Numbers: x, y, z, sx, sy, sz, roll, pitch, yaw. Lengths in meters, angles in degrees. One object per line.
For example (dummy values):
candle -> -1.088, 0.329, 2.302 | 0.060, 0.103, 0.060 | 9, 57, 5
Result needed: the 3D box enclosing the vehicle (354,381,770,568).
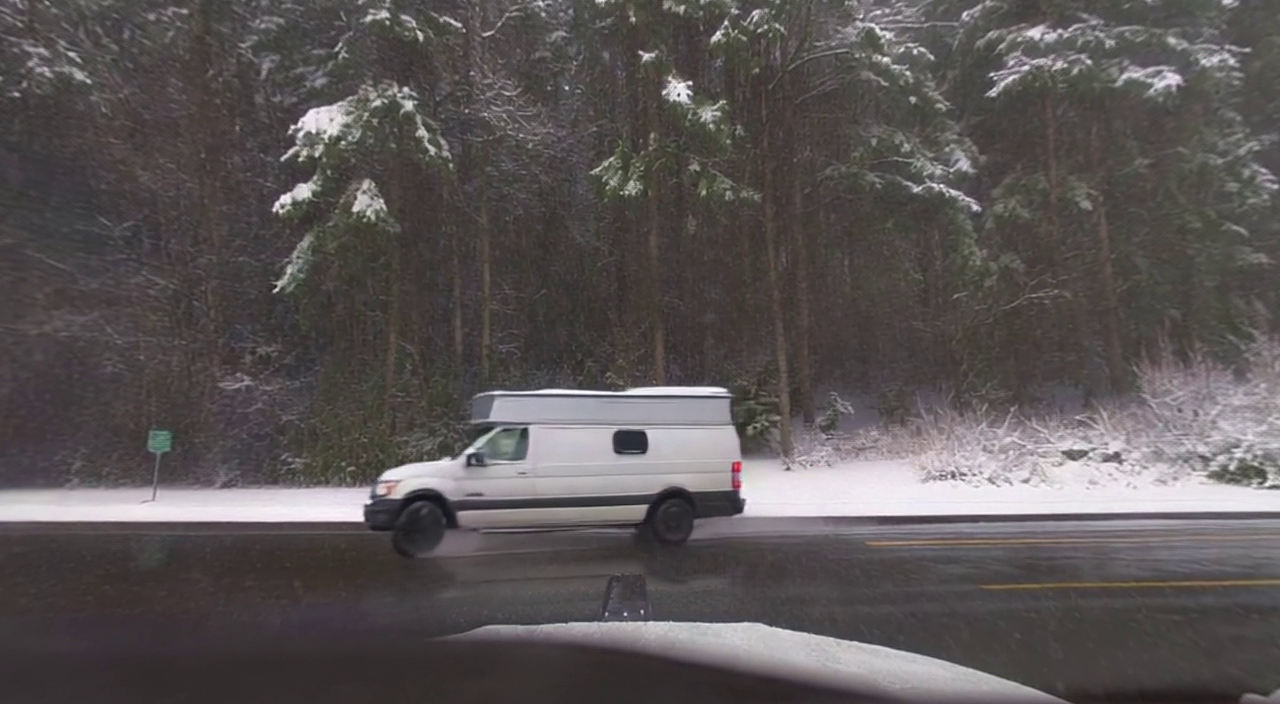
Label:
vehicle -> -1.151, 1.875, 10.175 | 5.923, 2.424, 2.247 | 2, -9, -16
